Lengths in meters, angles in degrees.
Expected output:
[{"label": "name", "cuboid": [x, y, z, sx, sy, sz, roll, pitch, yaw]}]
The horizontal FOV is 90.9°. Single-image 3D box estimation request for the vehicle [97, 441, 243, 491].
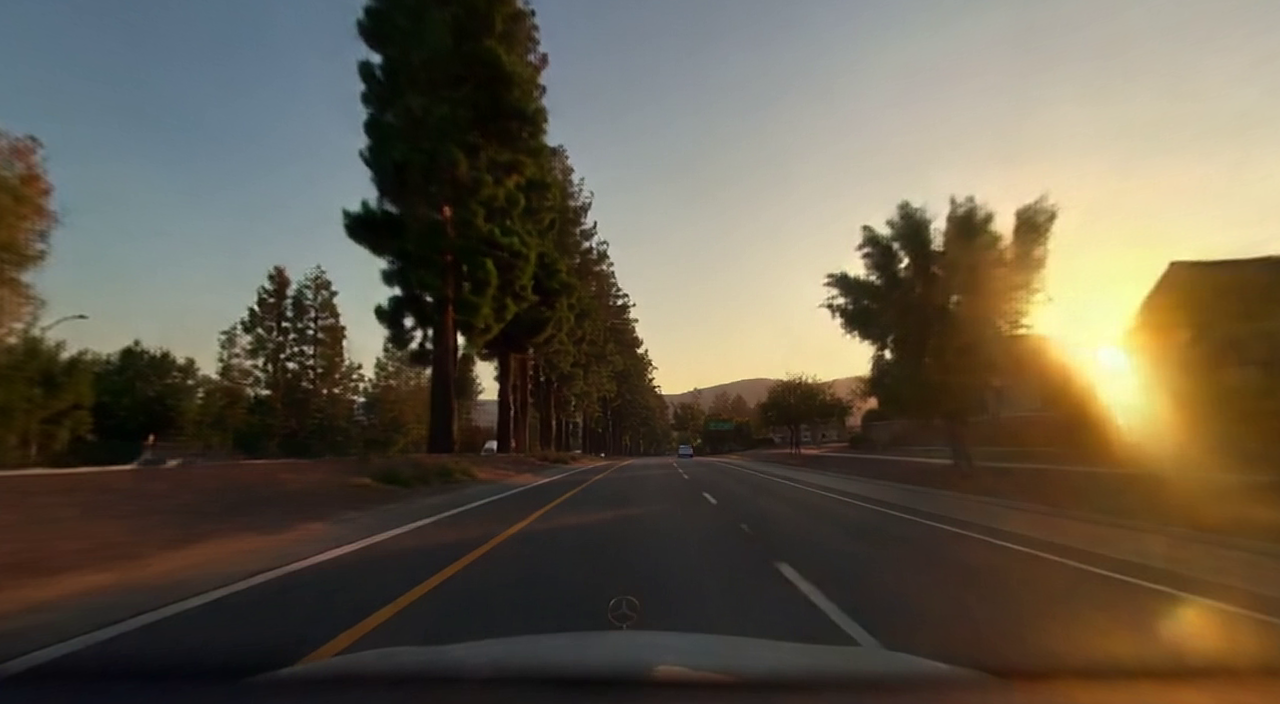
[{"label": "vehicle", "cuboid": [-17.912, 4.330, 24.390, 1.970, 1.719, 4.579, -1, -9, 2]}]
